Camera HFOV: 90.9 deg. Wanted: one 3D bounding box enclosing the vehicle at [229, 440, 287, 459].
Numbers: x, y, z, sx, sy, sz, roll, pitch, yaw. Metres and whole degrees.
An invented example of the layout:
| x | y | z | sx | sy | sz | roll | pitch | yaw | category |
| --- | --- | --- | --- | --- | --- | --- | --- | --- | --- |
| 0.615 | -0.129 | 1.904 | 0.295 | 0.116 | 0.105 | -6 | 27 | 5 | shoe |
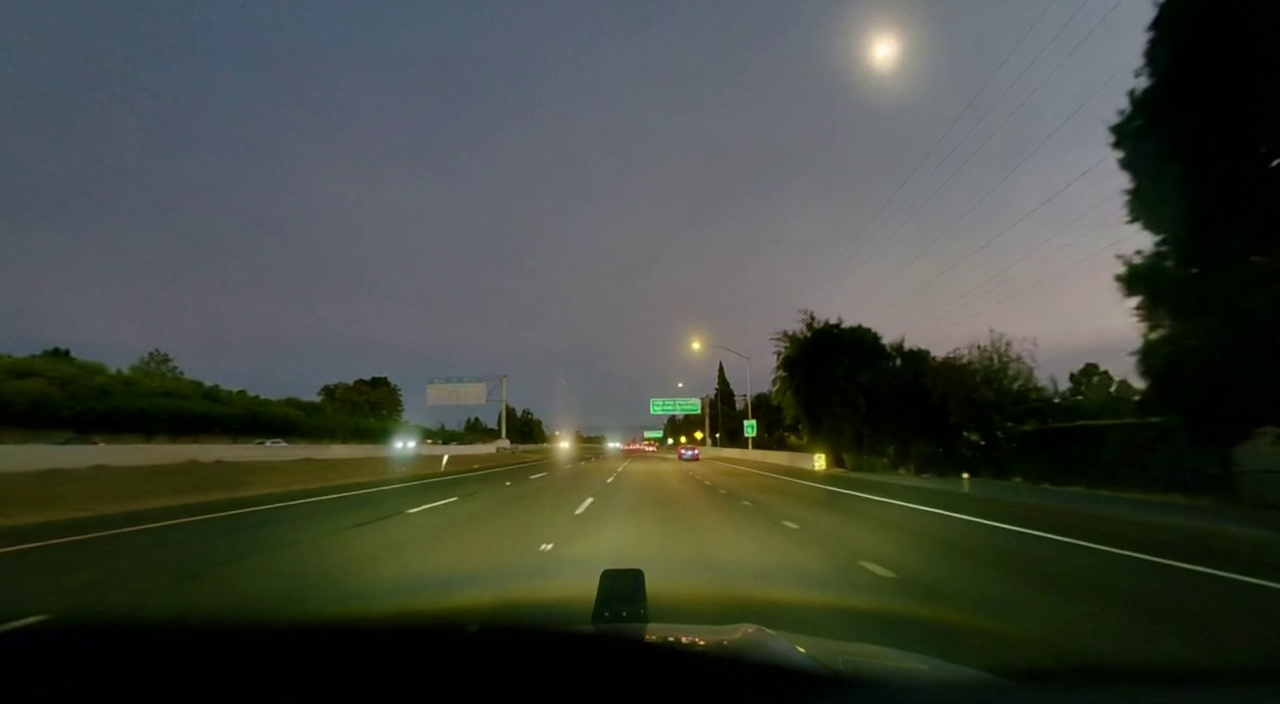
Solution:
| x | y | z | sx | sy | sz | roll | pitch | yaw | category |
| --- | --- | --- | --- | --- | --- | --- | --- | --- | --- |
| -29.994 | 7.665 | 49.660 | 1.777 | 1.476 | 4.493 | 0 | -8 | 0 | vehicle |

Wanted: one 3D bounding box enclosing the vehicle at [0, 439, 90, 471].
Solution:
| x | y | z | sx | sy | sz | roll | pitch | yaw | category |
| --- | --- | --- | --- | --- | --- | --- | --- | --- | --- |
| -30.500 | 5.131 | 31.679 | 1.717 | 1.466 | 4.377 | 0 | -8 | 0 | vehicle |
